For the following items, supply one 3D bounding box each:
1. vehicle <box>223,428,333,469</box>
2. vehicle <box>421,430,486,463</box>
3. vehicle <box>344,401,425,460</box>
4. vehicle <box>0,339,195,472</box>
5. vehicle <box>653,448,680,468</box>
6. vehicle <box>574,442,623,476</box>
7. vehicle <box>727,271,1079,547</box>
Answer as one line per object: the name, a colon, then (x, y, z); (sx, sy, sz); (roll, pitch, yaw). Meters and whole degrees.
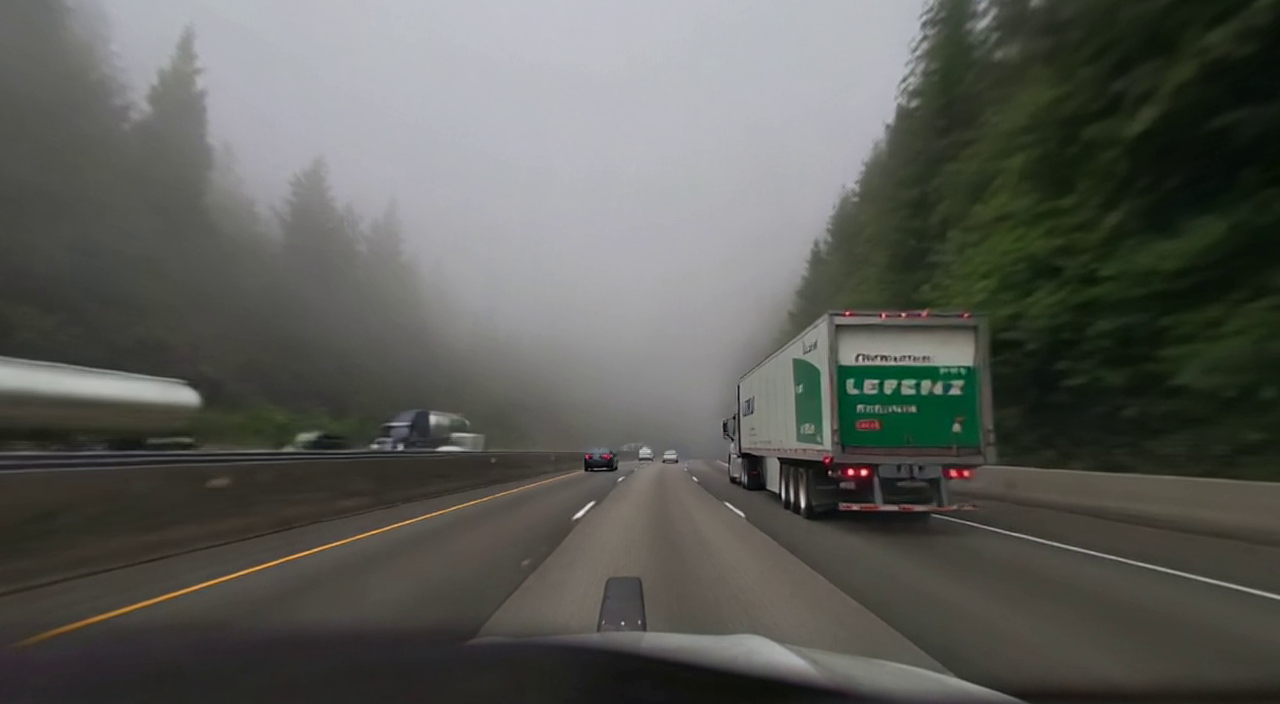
vehicle: (-15.509, 4.176, 27.320); (2.037, 1.612, 4.337); (0, -9, 2)
vehicle: (-10.936, 5.613, 37.269); (2.114, 1.777, 4.794); (0, -9, 3)
vehicle: (-18.398, 5.786, 45.895); (2.971, 4.003, 6.027); (0, -8, 3)
vehicle: (-19.945, 1.802, 20.098); (2.805, 3.811, 11.459); (0, -8, 1)
vehicle: (2.105, 8.338, 49.681); (1.990, 1.537, 3.725); (0, -9, 3)
vehicle: (-2.191, 5.864, 34.703); (2.205, 1.728, 4.397); (0, -9, 3)
vehicle: (4.690, 1.831, 16.034); (3.057, 3.993, 13.914); (0, -9, 0)
